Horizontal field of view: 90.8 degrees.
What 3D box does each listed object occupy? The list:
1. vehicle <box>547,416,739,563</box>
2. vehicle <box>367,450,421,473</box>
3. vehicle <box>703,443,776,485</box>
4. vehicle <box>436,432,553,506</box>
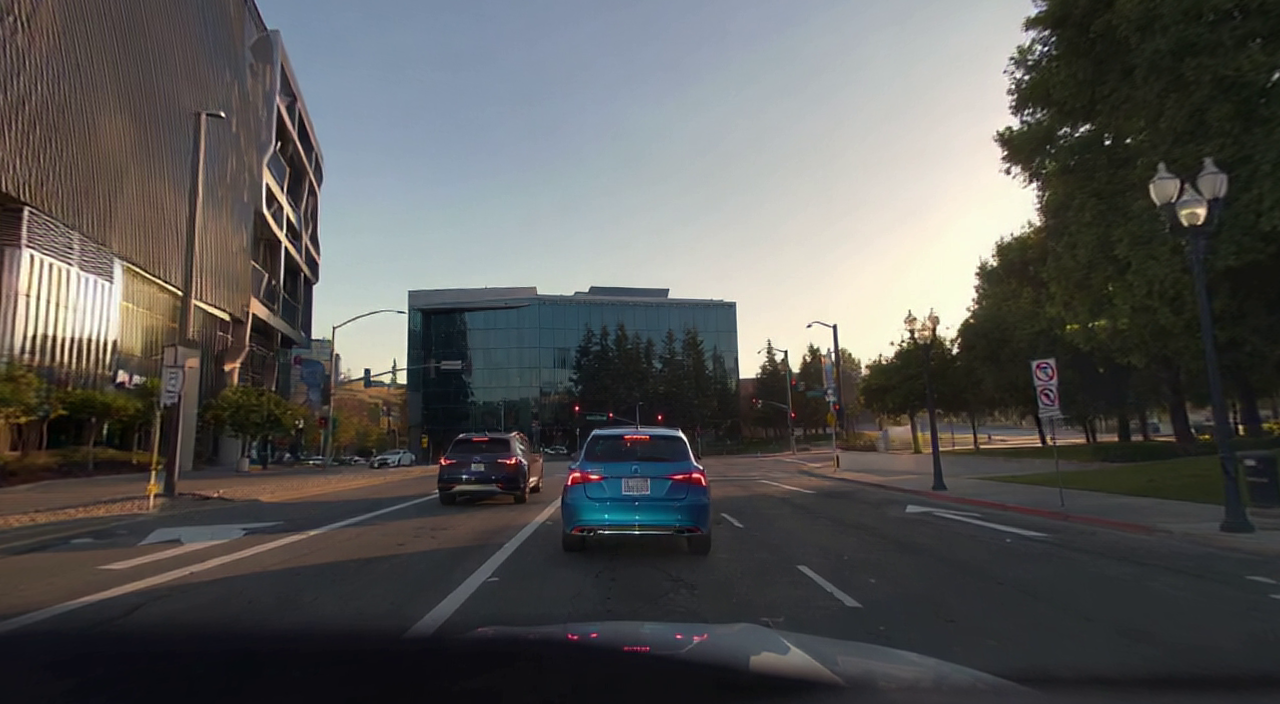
[{"bbox_3d":[0.018,1.887,9.404,2.207,1.659,4.155,0,-8,0],"label":"vehicle"},{"bbox_3d":[-16.630,7.383,42.965,1.826,1.422,4.490,0,-8,0],"label":"vehicle"},{"bbox_3d":[3.725,4.259,24.457,2.082,1.445,4.426,0,-8,0],"label":"vehicle"},{"bbox_3d":[-3.614,2.977,16.553,2.068,1.678,4.199,0,-8,0],"label":"vehicle"}]
